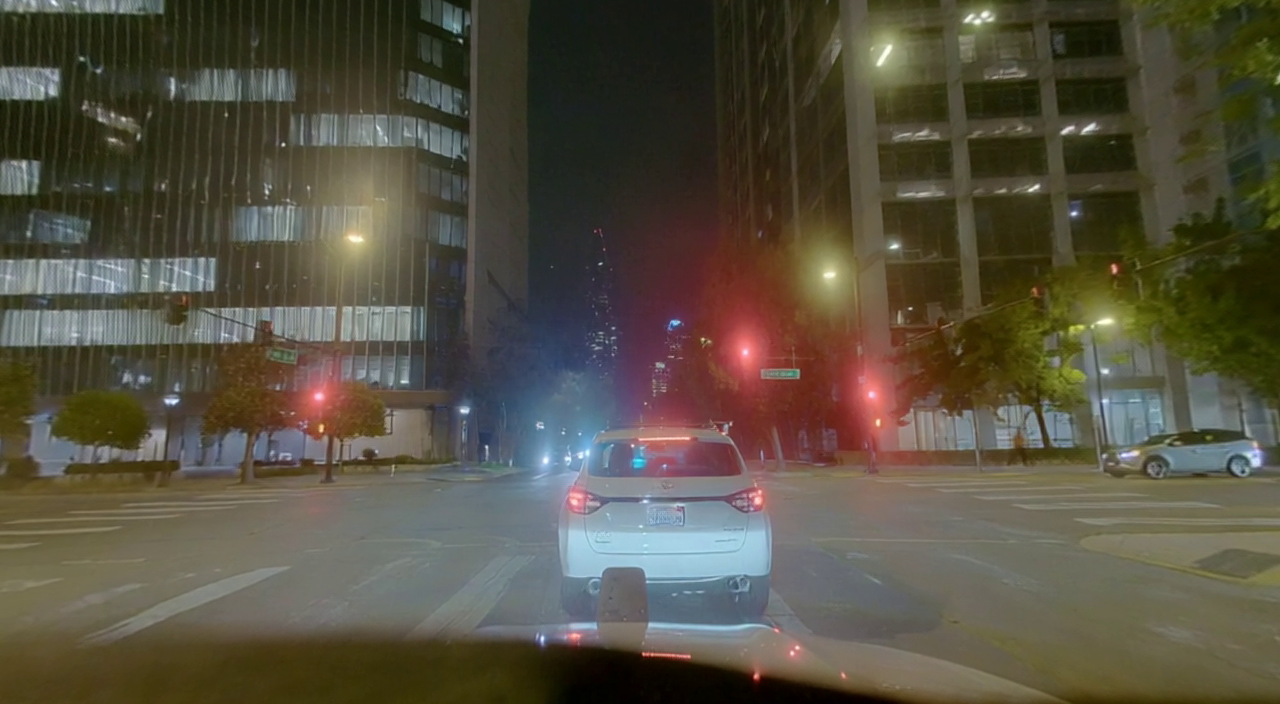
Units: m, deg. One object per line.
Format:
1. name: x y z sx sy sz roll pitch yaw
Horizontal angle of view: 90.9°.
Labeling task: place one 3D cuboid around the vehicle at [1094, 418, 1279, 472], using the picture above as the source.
1. vehicle: 19.115 3.265 22.225 4.675 1.772 1.945 0 -8 0

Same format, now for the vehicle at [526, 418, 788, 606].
1. vehicle: -0.154 1.648 7.489 1.893 1.532 4.145 2 -9 -16
